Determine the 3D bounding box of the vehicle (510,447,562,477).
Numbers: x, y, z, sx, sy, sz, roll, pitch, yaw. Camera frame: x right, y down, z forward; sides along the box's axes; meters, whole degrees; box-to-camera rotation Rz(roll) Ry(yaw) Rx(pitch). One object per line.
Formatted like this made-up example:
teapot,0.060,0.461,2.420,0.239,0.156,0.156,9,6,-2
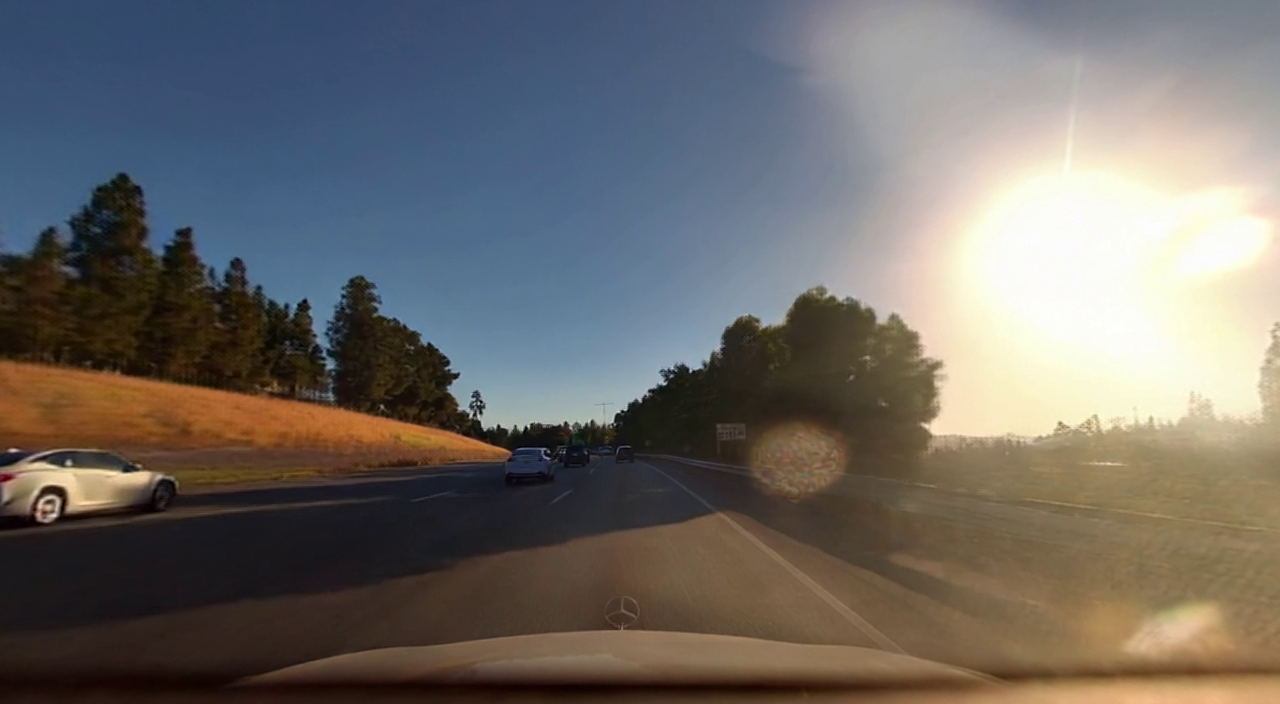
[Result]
vehicle,-5.416,5.767,33.308,2.120,1.458,4.031,0,-9,-1

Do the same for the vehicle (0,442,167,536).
vehicle,-11.235,2.381,11.263,1.960,1.487,4.593,0,-9,0
